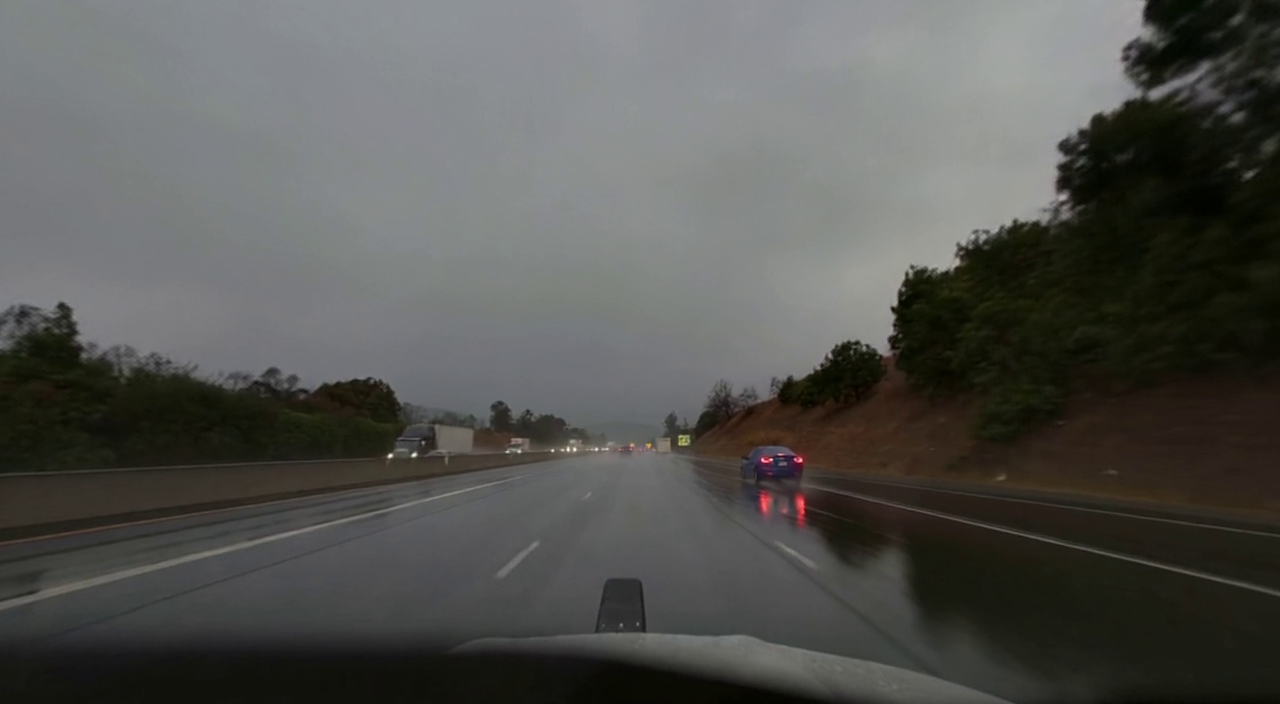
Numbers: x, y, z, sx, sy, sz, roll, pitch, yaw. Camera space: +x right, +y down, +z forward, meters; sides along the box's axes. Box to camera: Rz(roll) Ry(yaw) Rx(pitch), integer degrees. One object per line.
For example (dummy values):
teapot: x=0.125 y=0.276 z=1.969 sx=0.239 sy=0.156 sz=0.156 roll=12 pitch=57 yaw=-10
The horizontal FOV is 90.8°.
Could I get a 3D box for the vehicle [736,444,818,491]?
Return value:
vehicle: x=4.719 y=4.023 z=22.307 sx=1.967 sy=1.472 sz=3.751 roll=0 pitch=-9 yaw=-2
